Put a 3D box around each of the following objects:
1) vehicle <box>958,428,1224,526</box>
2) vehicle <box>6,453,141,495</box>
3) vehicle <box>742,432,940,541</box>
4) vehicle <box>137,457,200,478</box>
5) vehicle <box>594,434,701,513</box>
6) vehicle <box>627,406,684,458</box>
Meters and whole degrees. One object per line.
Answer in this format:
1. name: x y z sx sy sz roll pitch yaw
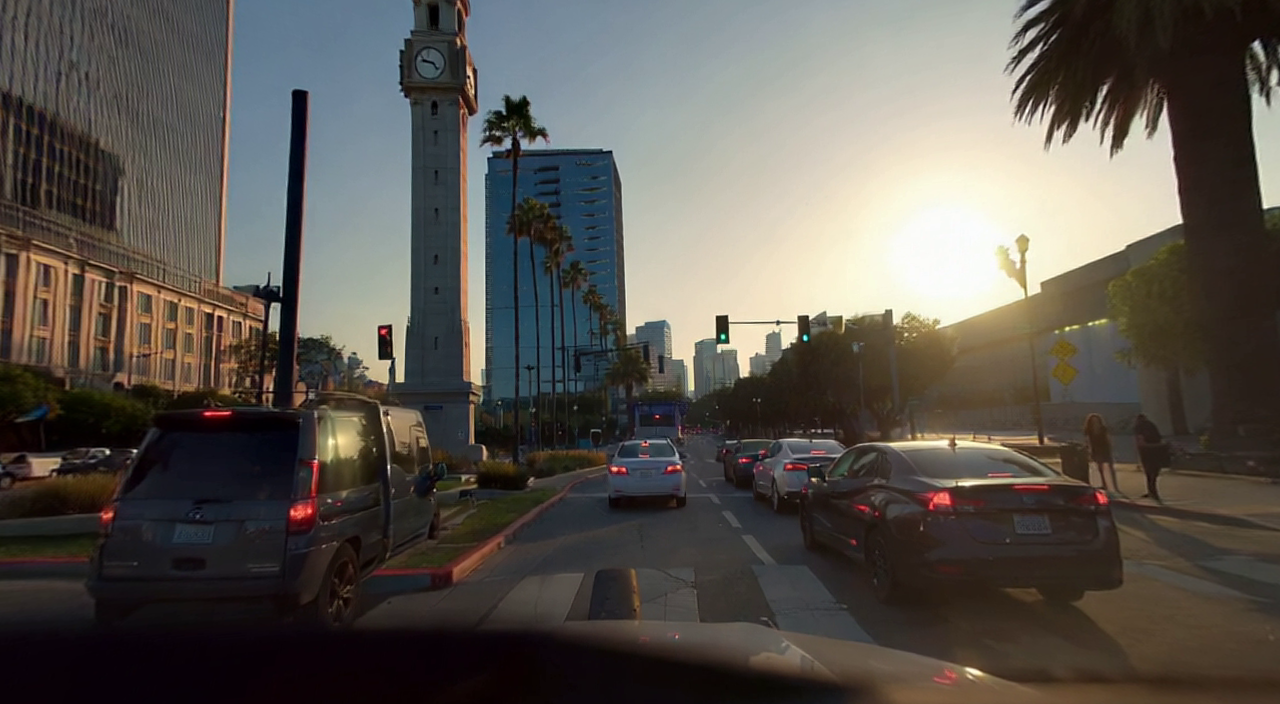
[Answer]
1. vehicle: 8.178 2.283 12.050 1.859 1.508 4.259 0 -9 -1
2. vehicle: -26.710 5.724 29.967 2.105 1.793 4.812 1 -9 -4
3. vehicle: 3.102 2.174 10.846 1.913 1.469 4.425 0 -9 0
4. vehicle: -36.837 9.011 49.264 1.700 1.527 4.445 1 -9 -4
5. vehicle: 0.172 2.621 13.984 2.048 1.503 3.681 0 -9 1
6. vehicle: 0.824 3.739 29.056 2.230 2.158 5.498 -1 -9 5
